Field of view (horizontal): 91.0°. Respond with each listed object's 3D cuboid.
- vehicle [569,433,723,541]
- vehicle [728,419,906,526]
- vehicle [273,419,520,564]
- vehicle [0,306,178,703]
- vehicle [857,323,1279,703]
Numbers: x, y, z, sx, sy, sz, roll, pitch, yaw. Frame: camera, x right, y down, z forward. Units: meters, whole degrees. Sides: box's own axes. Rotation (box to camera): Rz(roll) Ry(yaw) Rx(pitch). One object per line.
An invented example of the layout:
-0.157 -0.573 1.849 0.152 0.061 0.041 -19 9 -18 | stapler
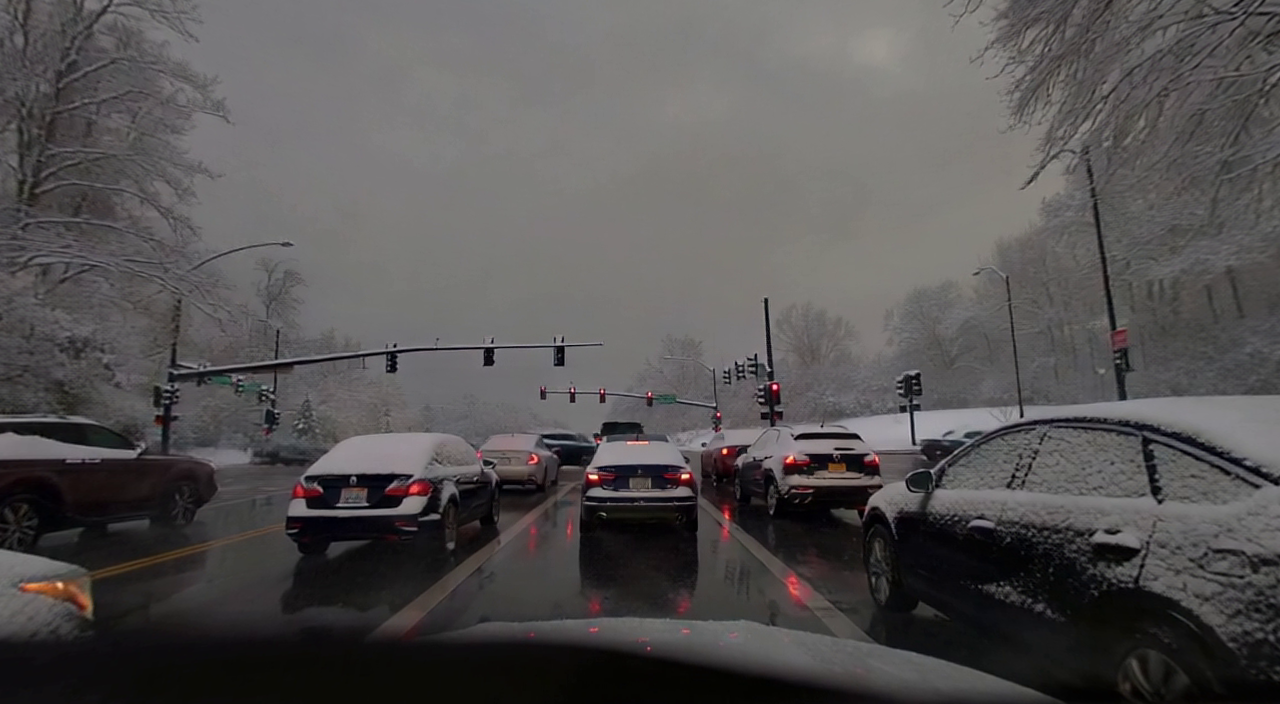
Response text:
0.007 2.102 10.429 2.076 1.438 3.770 0 -8 -2 | vehicle
3.079 2.199 12.008 2.106 1.667 4.101 0 -8 -1 | vehicle
-3.057 1.836 9.077 1.896 1.546 4.378 0 -8 -1 | vehicle
-3.200 0.496 0.604 2.079 1.756 4.676 0 -8 -3 | vehicle
3.153 0.993 3.736 2.074 1.685 4.387 0 -8 -1 | vehicle
